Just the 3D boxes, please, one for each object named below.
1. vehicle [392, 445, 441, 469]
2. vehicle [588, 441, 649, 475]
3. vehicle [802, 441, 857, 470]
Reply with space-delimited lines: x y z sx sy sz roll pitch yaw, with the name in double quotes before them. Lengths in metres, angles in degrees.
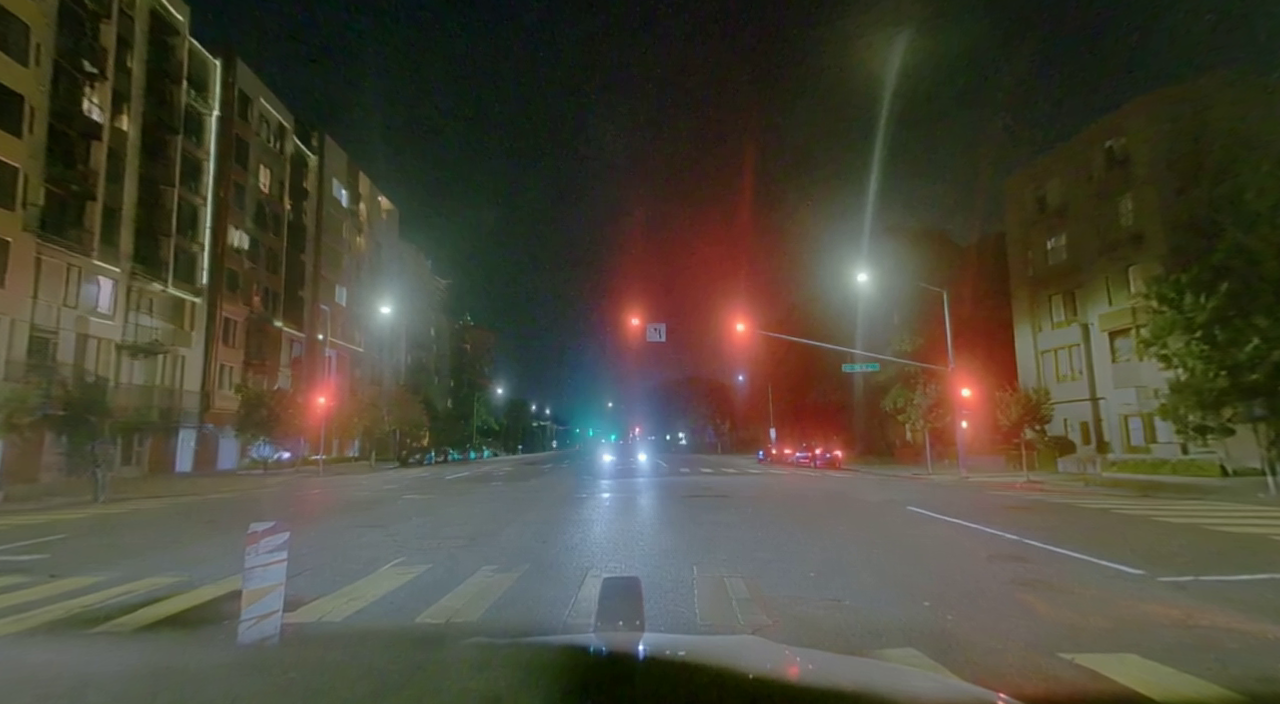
"vehicle" -16.485 7.730 46.763 2.075 1.708 4.335 0 -8 -1
"vehicle" -1.083 4.908 29.606 1.933 1.460 4.683 2 -9 -13
"vehicle" 13.051 7.126 43.841 2.181 1.876 4.723 0 -8 -2
